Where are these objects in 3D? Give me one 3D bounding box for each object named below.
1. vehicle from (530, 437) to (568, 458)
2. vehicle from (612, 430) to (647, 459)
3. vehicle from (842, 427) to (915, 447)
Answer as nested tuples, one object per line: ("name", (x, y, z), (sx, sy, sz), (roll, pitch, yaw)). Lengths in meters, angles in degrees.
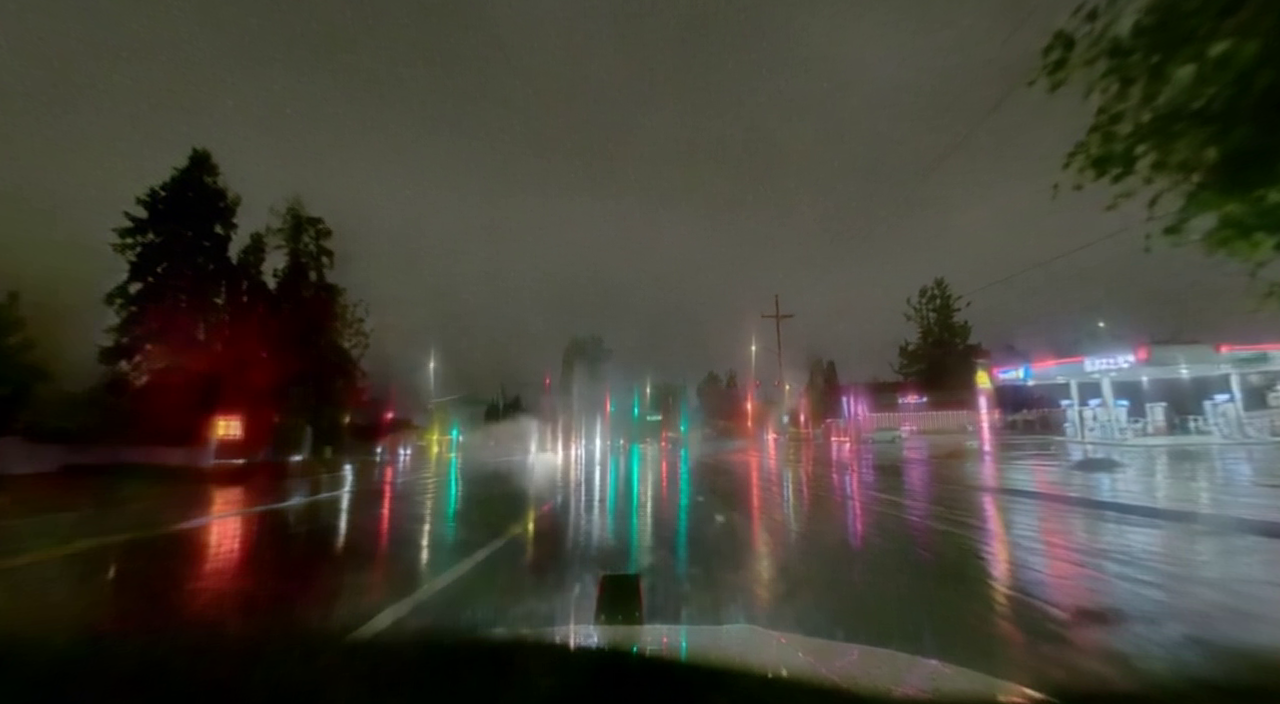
("vehicle", (-6.342, 6.737, 44.443), (2.033, 1.442, 4.668), (0, -8, -1))
("vehicle", (-0.644, 5.943, 40.343), (2.146, 1.742, 4.095), (0, -8, -1))
("vehicle", (18.052, 6.446, 47.815), (4.660, 1.462, 2.034), (0, -9, 0))
